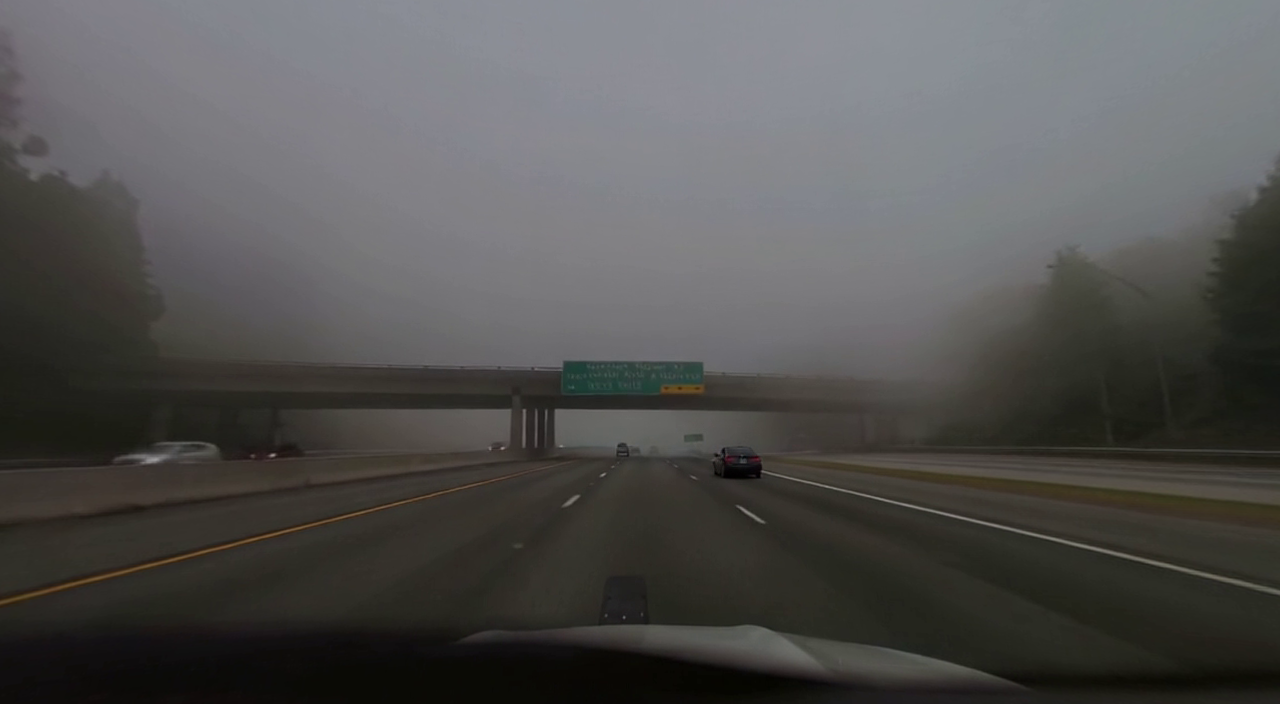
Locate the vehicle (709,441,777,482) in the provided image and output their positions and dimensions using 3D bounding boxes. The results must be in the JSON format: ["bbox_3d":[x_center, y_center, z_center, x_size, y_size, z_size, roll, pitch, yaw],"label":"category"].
[{"bbox_3d":[4.013,4.320,25.302,1.908,1.483,4.259,0,-8,-1],"label":"vehicle"}]

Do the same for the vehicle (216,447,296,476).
[{"bbox_3d":[-24.998,7.116,41.301,2.025,1.774,4.951,0,-8,0],"label":"vehicle"}]

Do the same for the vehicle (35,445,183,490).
[{"bbox_3d":[-21.788,4.717,26.213,2.032,1.636,4.720,0,-8,0],"label":"vehicle"}]
